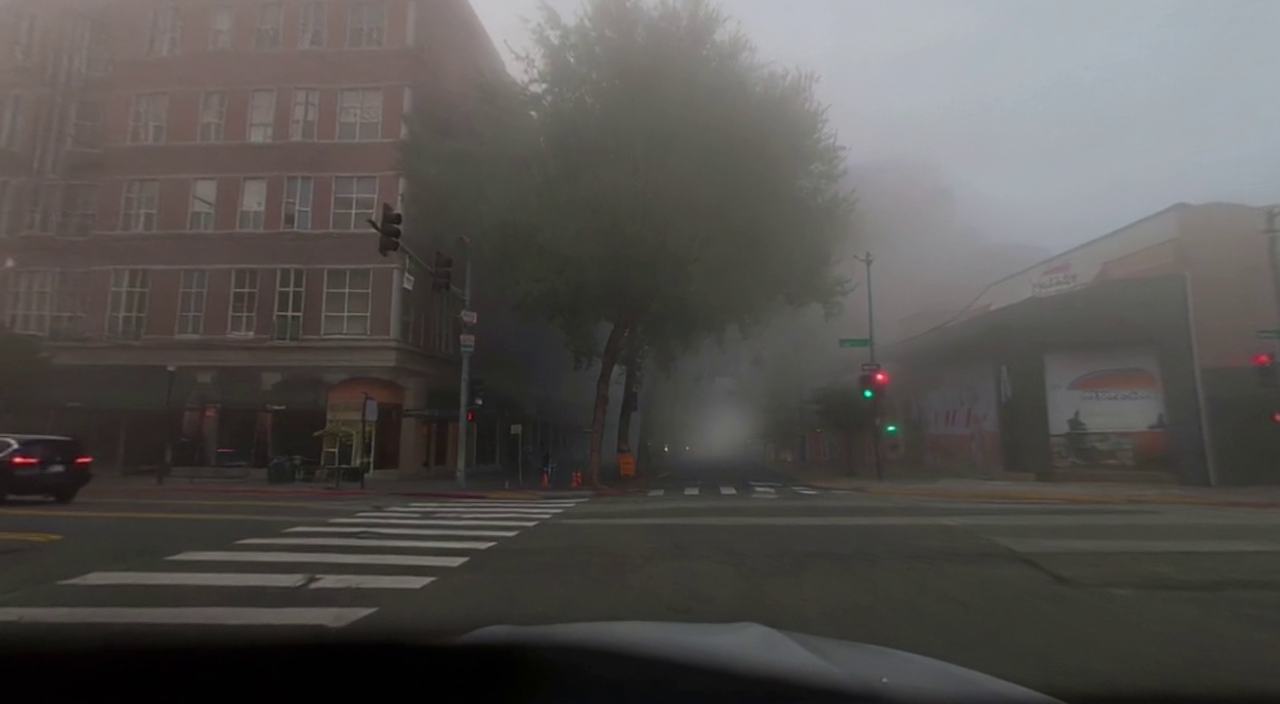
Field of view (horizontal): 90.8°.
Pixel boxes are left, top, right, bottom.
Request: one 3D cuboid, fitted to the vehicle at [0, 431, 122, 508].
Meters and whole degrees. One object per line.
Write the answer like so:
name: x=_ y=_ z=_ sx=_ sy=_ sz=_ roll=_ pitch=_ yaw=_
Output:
vehicle: x=-14.309 y=2.515 z=13.799 sx=4.459 sy=1.482 sz=2.106 roll=-2 pitch=-9 yaw=10
